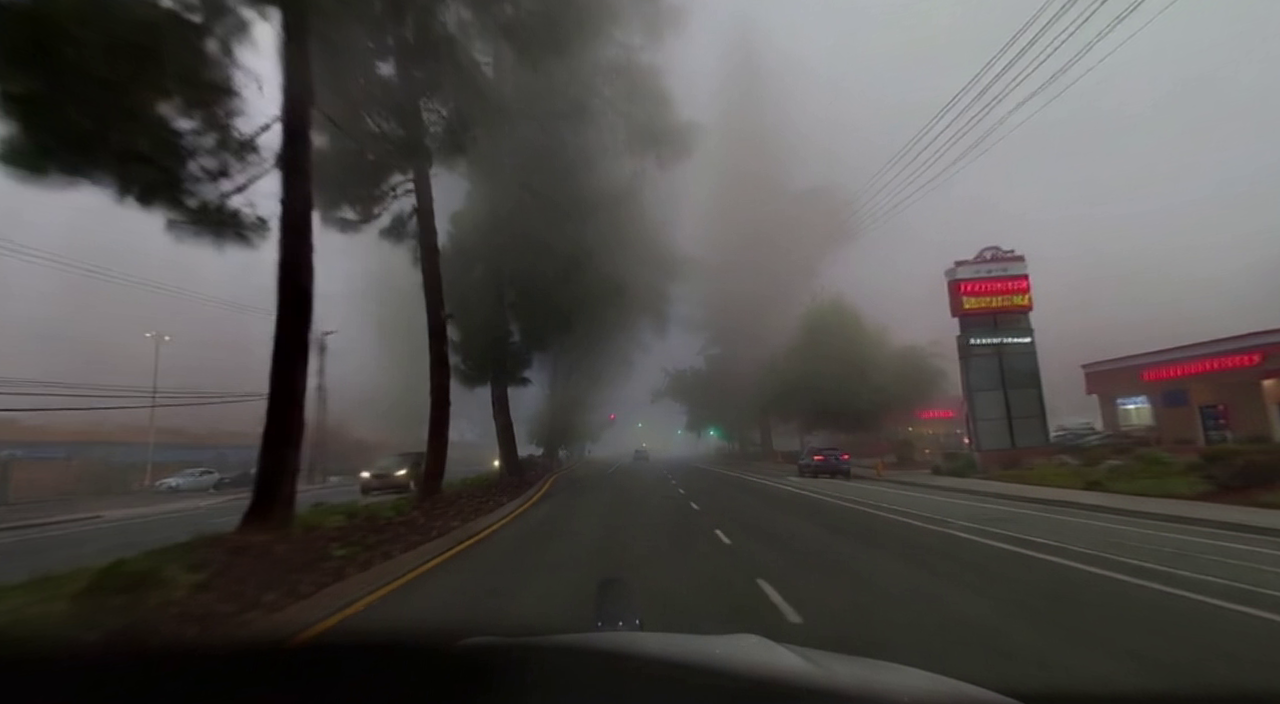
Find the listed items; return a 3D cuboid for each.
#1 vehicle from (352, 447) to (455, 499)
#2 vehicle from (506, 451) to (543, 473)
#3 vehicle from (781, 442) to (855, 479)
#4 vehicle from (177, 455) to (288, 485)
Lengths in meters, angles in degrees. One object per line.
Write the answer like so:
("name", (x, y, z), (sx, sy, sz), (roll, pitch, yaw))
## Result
("vehicle", (-8.558, 4.382, 23.355), (2.113, 1.703, 4.459), (0, -8, 0))
("vehicle", (-8.514, 8.147, 46.900), (1.888, 1.454, 4.420), (0, -8, 1))
("vehicle", (9.371, 5.713, 33.789), (2.358, 1.785, 5.404), (0, -8, 0))
("vehicle", (-28.436, 8.237, 44.273), (6.009, 1.888, 2.416), (0, -8, -2))
